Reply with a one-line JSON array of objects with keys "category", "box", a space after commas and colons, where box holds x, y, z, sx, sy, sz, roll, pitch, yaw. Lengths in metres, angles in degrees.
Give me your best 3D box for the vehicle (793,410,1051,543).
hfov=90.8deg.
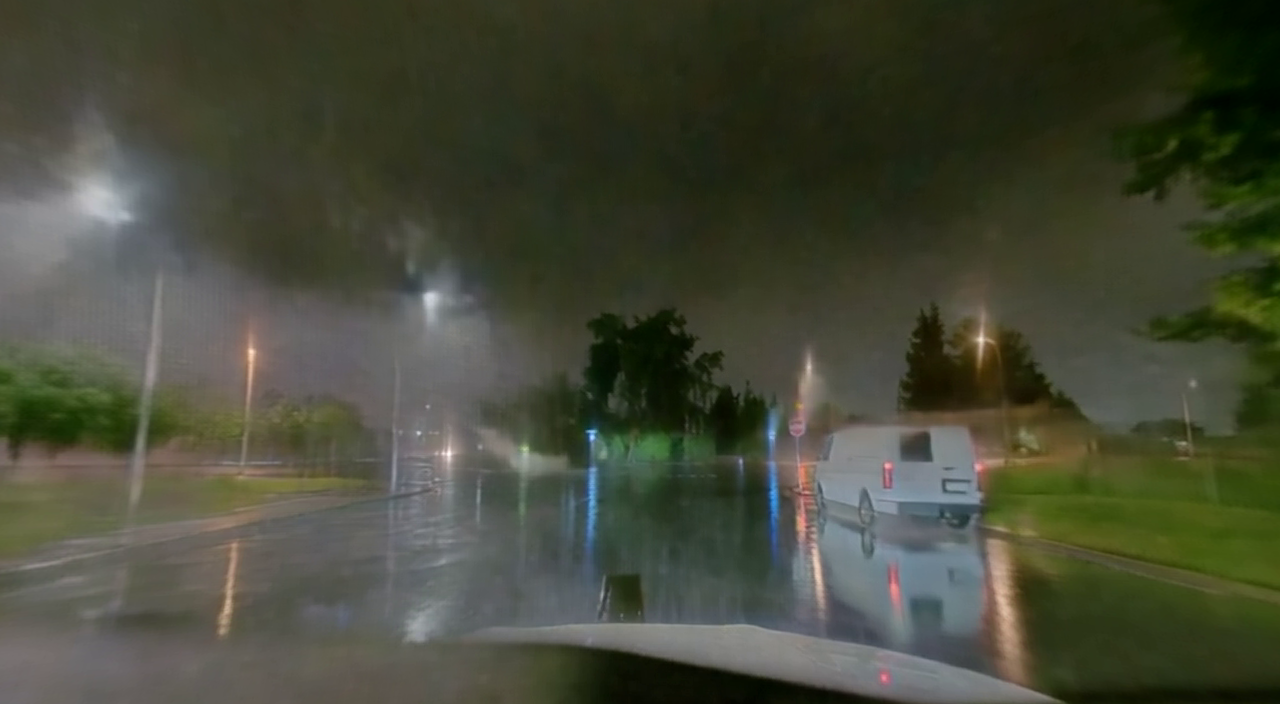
[{"category": "vehicle", "box": [5.553, 2.577, 13.841, 2.659, 2.245, 5.991, 0, -9, -2]}]
